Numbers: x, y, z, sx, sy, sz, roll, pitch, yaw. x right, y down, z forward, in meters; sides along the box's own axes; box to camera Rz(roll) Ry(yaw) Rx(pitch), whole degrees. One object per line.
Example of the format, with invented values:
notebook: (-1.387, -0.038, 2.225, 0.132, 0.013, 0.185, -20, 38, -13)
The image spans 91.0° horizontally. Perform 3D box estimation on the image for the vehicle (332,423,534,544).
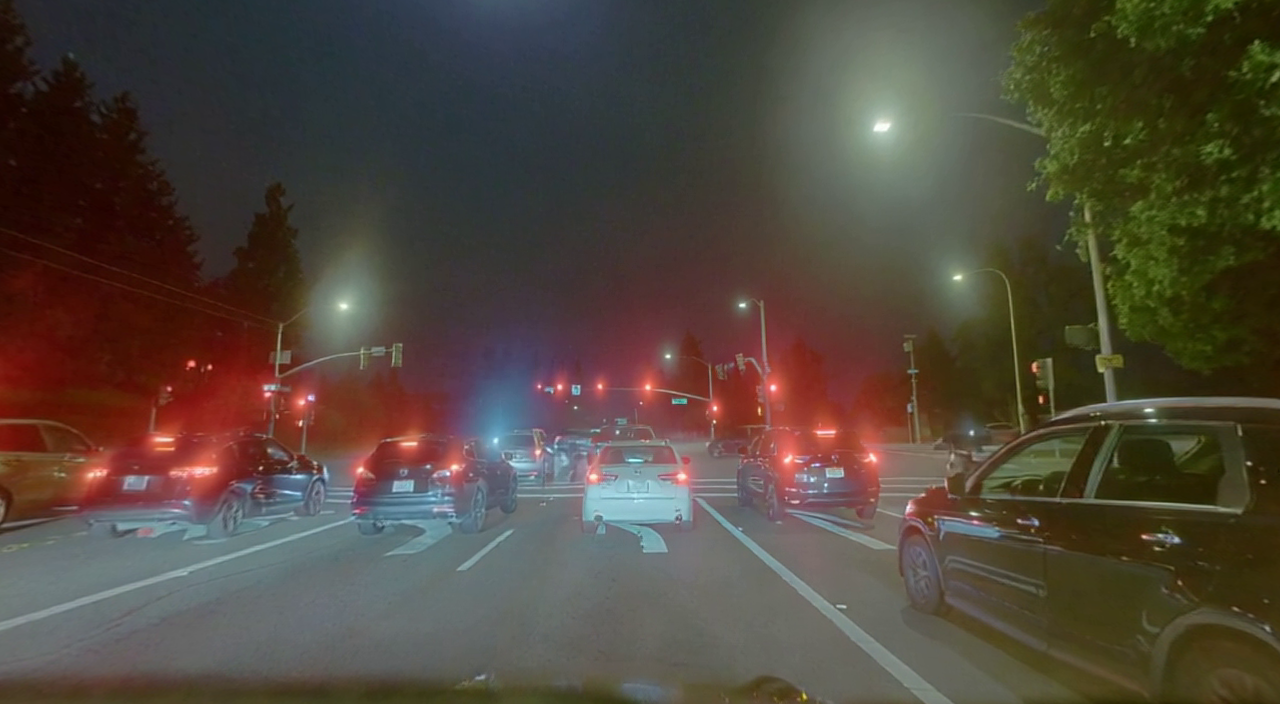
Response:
vehicle: (-3.069, 2.033, 10.431, 1.896, 1.546, 4.378, 0, -8, -1)

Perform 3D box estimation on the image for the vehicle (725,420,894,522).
vehicle: (3.074, 2.260, 12.473, 2.106, 1.667, 4.101, 0, -8, -1)

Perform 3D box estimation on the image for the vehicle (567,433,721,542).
vehicle: (-0.004, 2.105, 10.419, 2.076, 1.438, 3.770, 0, -8, -2)

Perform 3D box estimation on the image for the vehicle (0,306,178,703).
vehicle: (-3.202, 0.494, 0.594, 2.079, 1.756, 4.676, 0, -8, -2)

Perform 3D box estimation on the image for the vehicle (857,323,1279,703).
vehicle: (3.148, 0.997, 3.747, 2.074, 1.685, 4.387, 0, -8, -1)
